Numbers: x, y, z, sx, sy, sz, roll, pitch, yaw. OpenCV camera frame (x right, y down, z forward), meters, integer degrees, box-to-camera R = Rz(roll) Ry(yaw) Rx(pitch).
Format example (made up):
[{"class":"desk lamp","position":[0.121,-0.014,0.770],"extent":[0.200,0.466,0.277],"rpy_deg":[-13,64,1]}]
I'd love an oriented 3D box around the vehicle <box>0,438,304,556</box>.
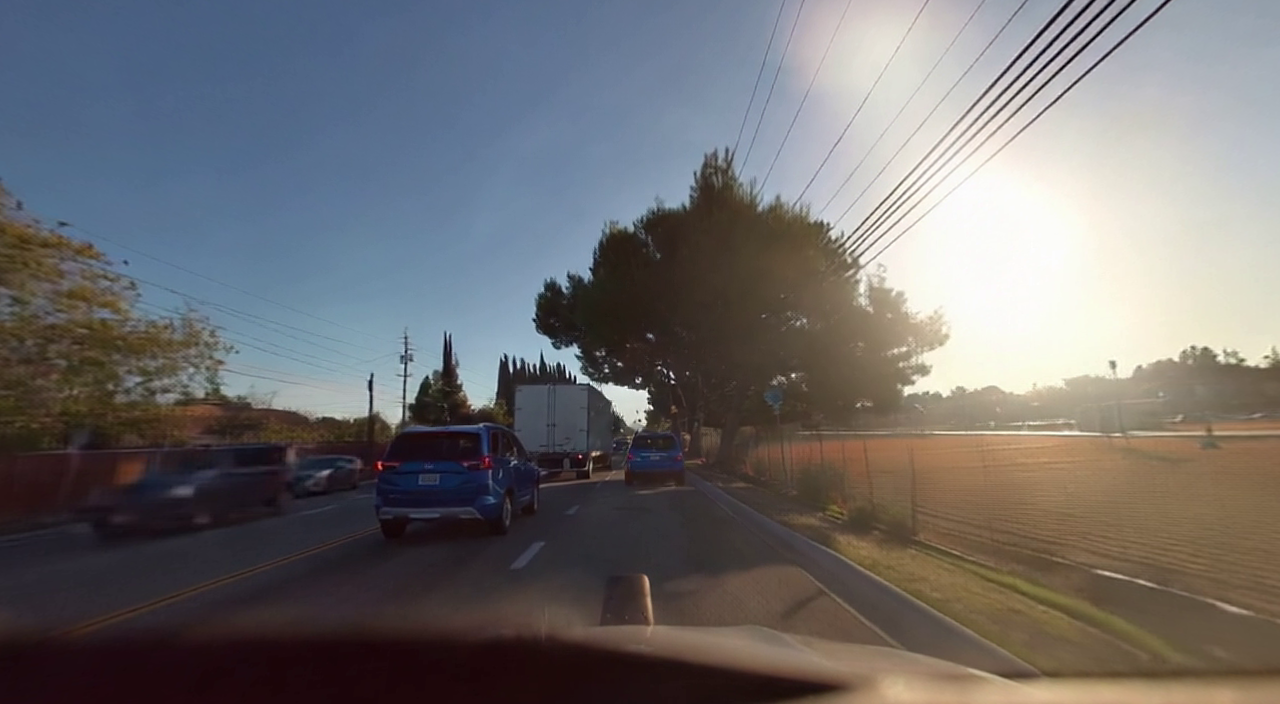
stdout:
[{"class":"vehicle","position":[-8.532,2.499,11.718],"extent":[1.962,1.720,4.658],"rpy_deg":[0,-9,0]}]

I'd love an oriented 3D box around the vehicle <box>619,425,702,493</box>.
[{"class":"vehicle","position":[0.562,3.116,18.552],"extent":[2.174,1.749,4.113],"rpy_deg":[0,-9,1]}]

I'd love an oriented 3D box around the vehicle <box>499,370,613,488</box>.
[{"class":"vehicle","position":[-2.831,3.202,25.081],"extent":[2.928,3.658,10.953],"rpy_deg":[0,-9,0]}]

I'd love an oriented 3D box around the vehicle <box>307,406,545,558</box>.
[{"class":"vehicle","position":[-2.944,1.922,9.973],"extent":[2.093,1.832,4.508],"rpy_deg":[0,-9,1]}]
